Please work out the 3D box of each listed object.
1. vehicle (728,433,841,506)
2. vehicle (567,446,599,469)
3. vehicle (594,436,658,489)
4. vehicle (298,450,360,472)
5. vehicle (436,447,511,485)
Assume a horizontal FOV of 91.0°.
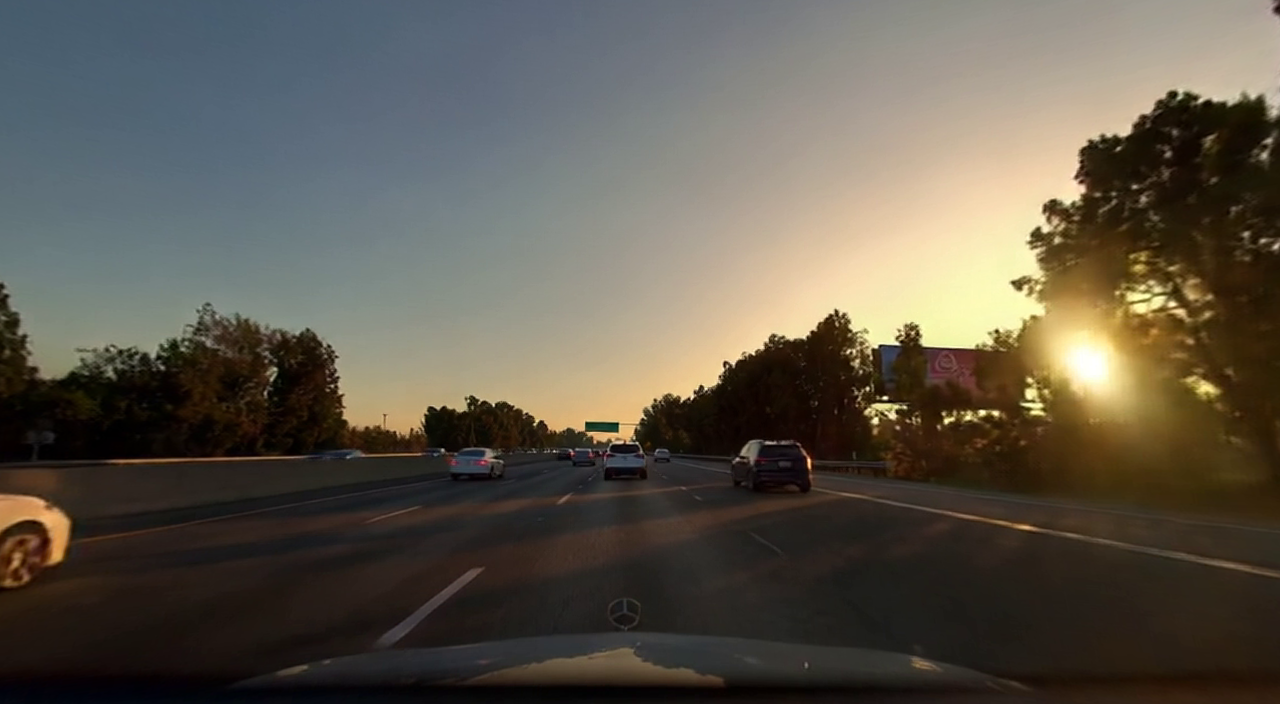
[{"bbox_3d":[3.773,3.141,17.320,1.925,1.716,4.378,0,-9,-2],"label":"vehicle"},{"bbox_3d":[-4.032,7.541,45.144,1.889,1.522,4.465,0,-9,-1],"label":"vehicle"},{"bbox_3d":[-0.478,4.069,23.607,2.127,1.749,4.776,0,-9,0],"label":"vehicle"},{"bbox_3d":[-22.858,8.011,46.508,2.136,1.504,4.633,0,-9,0],"label":"vehicle"},{"bbox_3d":[-7.049,4.876,27.236,1.892,1.468,4.792,0,-9,0],"label":"vehicle"}]
